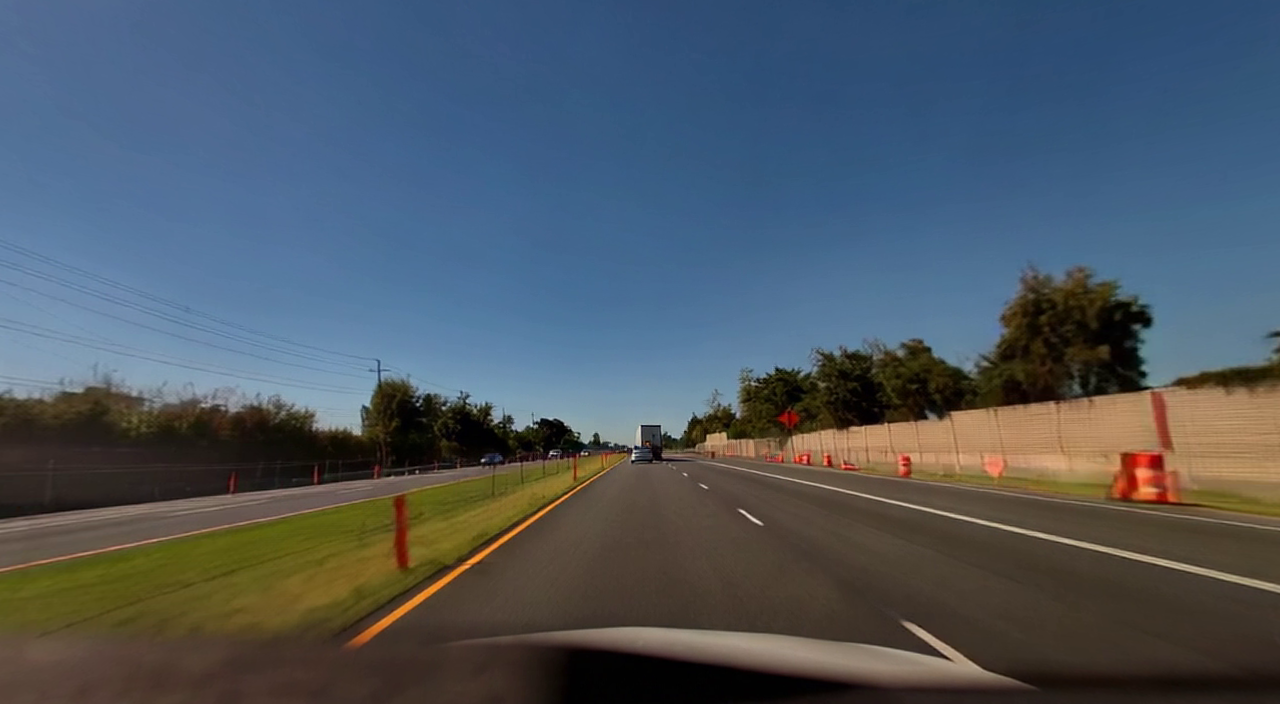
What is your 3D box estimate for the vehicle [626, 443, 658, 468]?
[{"bbox_3d":[0.123,6.896,42.175,2.065,1.573,3.734,0,-9,0],"label":"vehicle"}]
